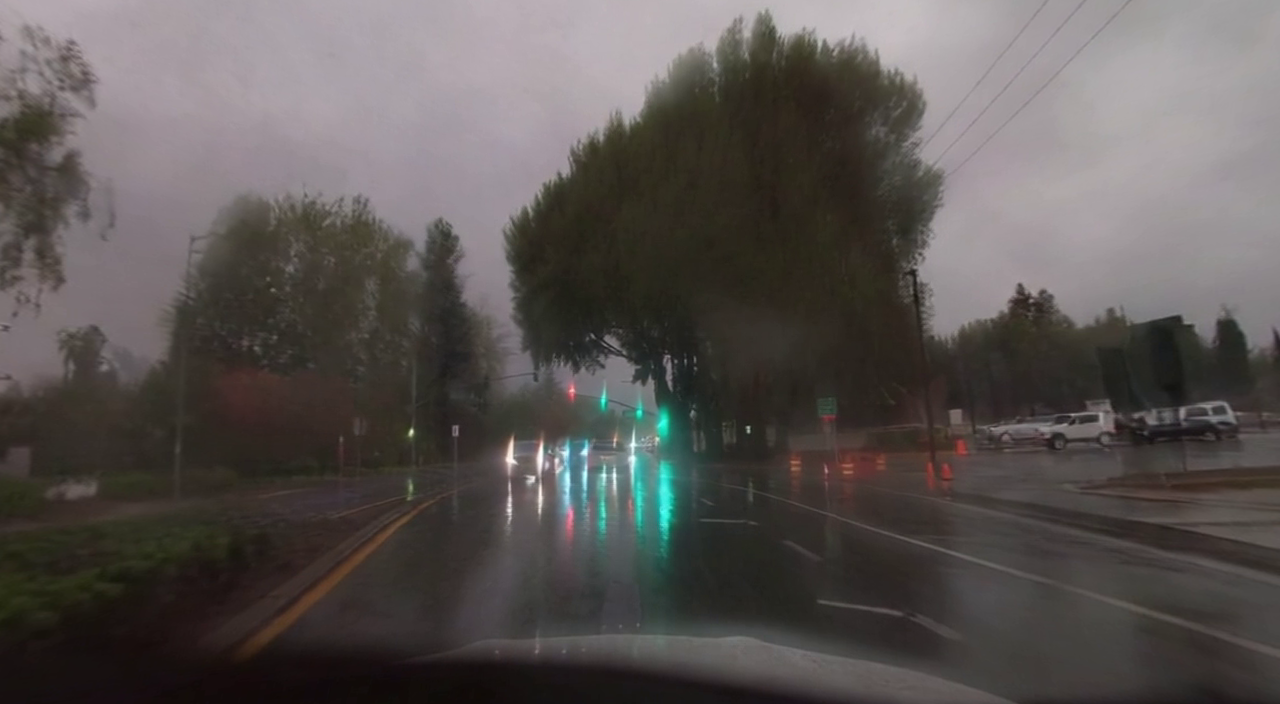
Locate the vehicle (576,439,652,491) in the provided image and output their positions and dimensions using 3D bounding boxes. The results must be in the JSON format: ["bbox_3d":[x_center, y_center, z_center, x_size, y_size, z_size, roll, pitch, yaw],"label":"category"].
[{"bbox_3d":[-0.948,3.685,21.064,2.266,1.508,4.430,0,-8,-5],"label":"vehicle"}]

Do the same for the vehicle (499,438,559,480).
[{"bbox_3d":[-4.770,4.650,27.693,2.077,1.665,4.206,0,-8,-3],"label":"vehicle"}]
